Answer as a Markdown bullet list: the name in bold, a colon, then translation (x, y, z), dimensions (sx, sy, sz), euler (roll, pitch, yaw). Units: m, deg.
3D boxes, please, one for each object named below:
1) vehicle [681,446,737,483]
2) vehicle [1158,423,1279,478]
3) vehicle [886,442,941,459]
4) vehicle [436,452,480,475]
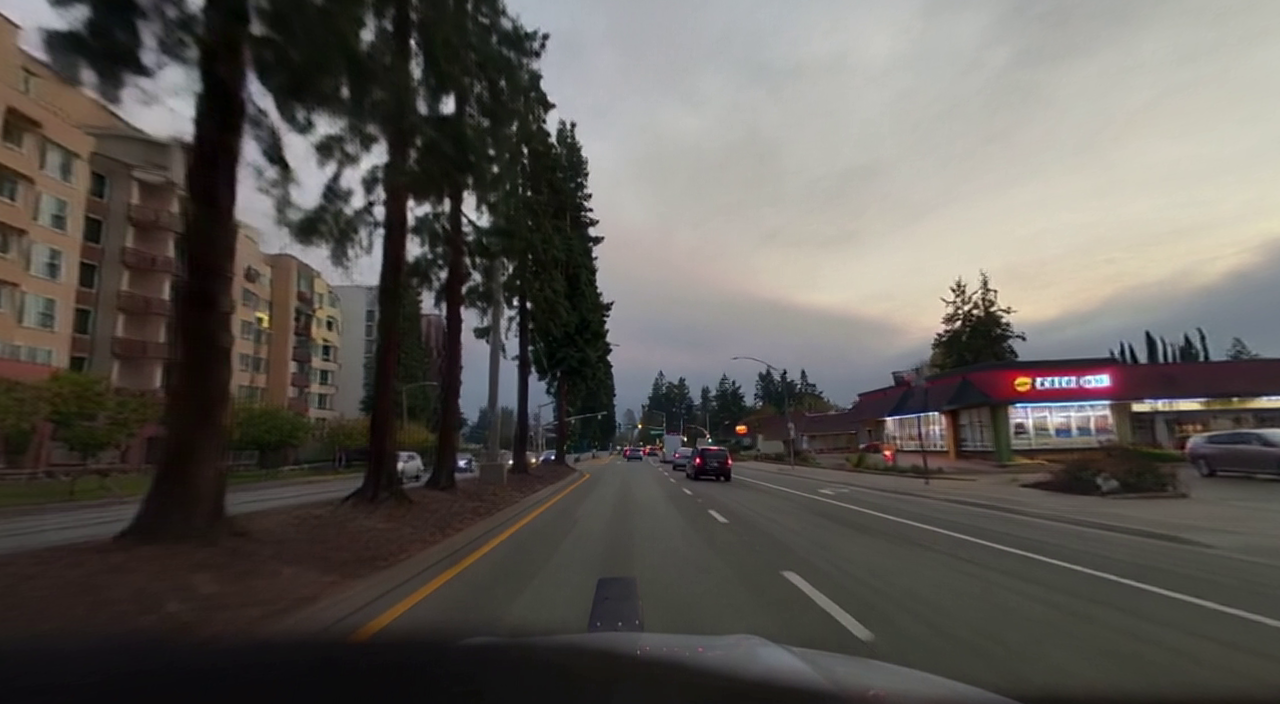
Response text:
- **vehicle**: translation (3.164, 5.223, 29.770), dimensions (2.041, 1.531, 4.236), euler (1, -8, -1)
- **vehicle**: translation (20.646, 3.350, 21.521), dimensions (4.210, 1.727, 2.227), euler (2, -7, -8)
- **vehicle**: translation (19.232, 6.925, 44.503), dimensions (3.242, 1.165, 1.363), euler (1, -7, -5)
- **vehicle**: translation (-13.962, 8.577, 48.704), dimensions (1.988, 1.527, 4.359), euler (0, -7, 2)
